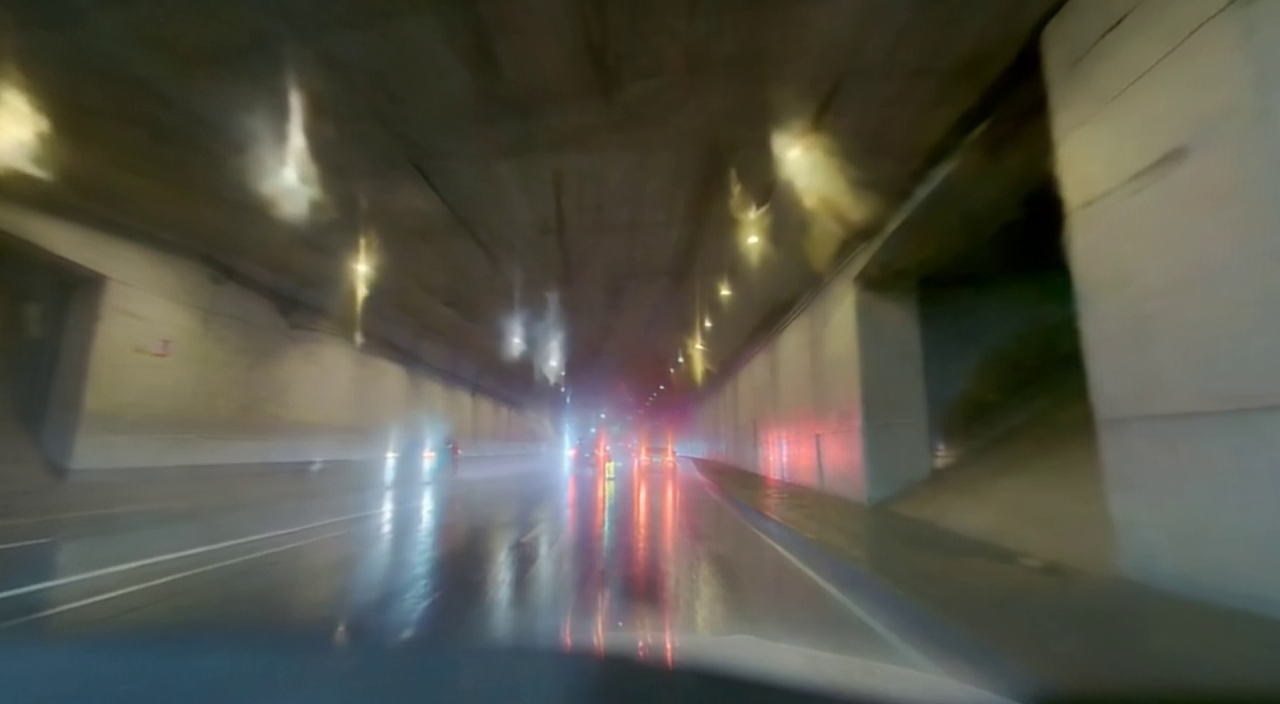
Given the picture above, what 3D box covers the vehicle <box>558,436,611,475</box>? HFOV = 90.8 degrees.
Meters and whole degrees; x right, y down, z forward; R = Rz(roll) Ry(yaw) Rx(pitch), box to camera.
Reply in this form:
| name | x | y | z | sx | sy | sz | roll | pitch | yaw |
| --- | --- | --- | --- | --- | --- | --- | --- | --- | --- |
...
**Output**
| name | x | y | z | sx | sy | sz | roll | pitch | yaw |
| --- | --- | --- | --- | --- | --- | --- | --- | --- | --- |
| vehicle | -2.612 | 5.008 | 30.648 | 1.961 | 1.725 | 4.315 | -1 | -9 | 3 |
